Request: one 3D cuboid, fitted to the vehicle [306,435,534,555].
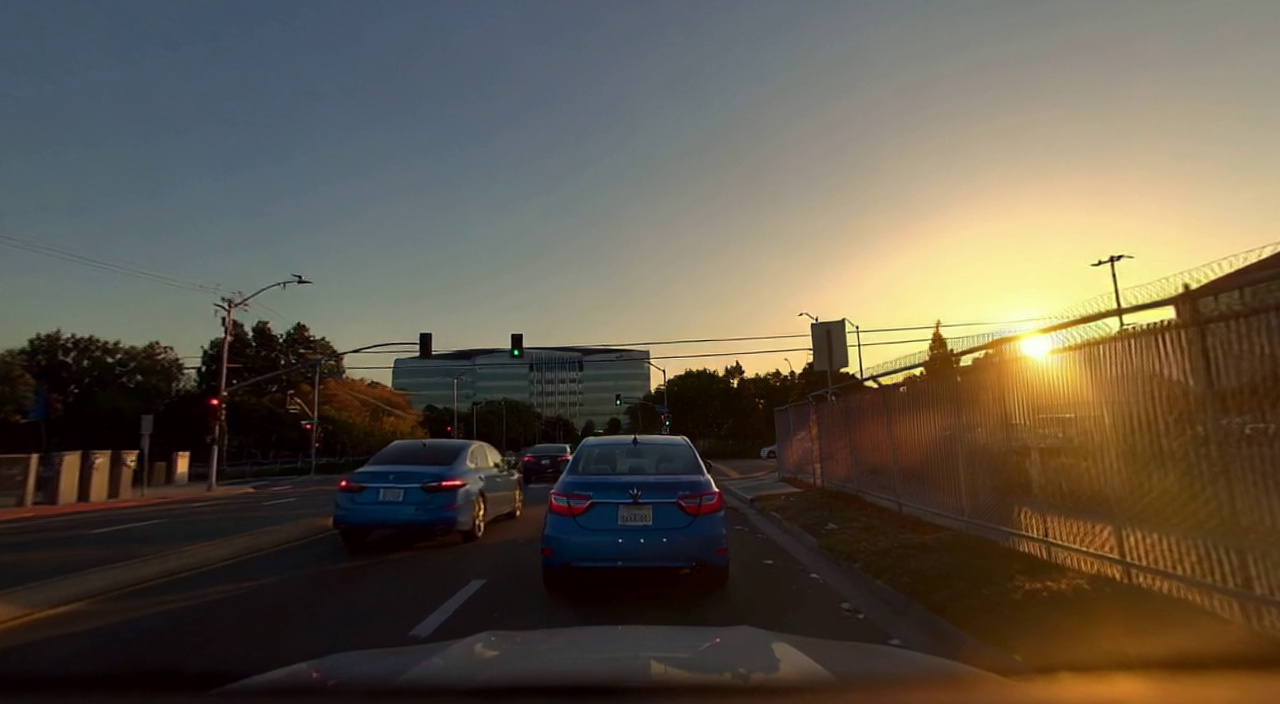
[{"bbox_3d":[-3.155,2.144,10.219,1.971,1.488,4.581,0,-9,1],"label":"vehicle"}]

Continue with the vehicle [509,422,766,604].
[{"bbox_3d":[-0.031,1.658,7.362,2.144,1.514,4.063,0,-9,0],"label":"vehicle"}]
